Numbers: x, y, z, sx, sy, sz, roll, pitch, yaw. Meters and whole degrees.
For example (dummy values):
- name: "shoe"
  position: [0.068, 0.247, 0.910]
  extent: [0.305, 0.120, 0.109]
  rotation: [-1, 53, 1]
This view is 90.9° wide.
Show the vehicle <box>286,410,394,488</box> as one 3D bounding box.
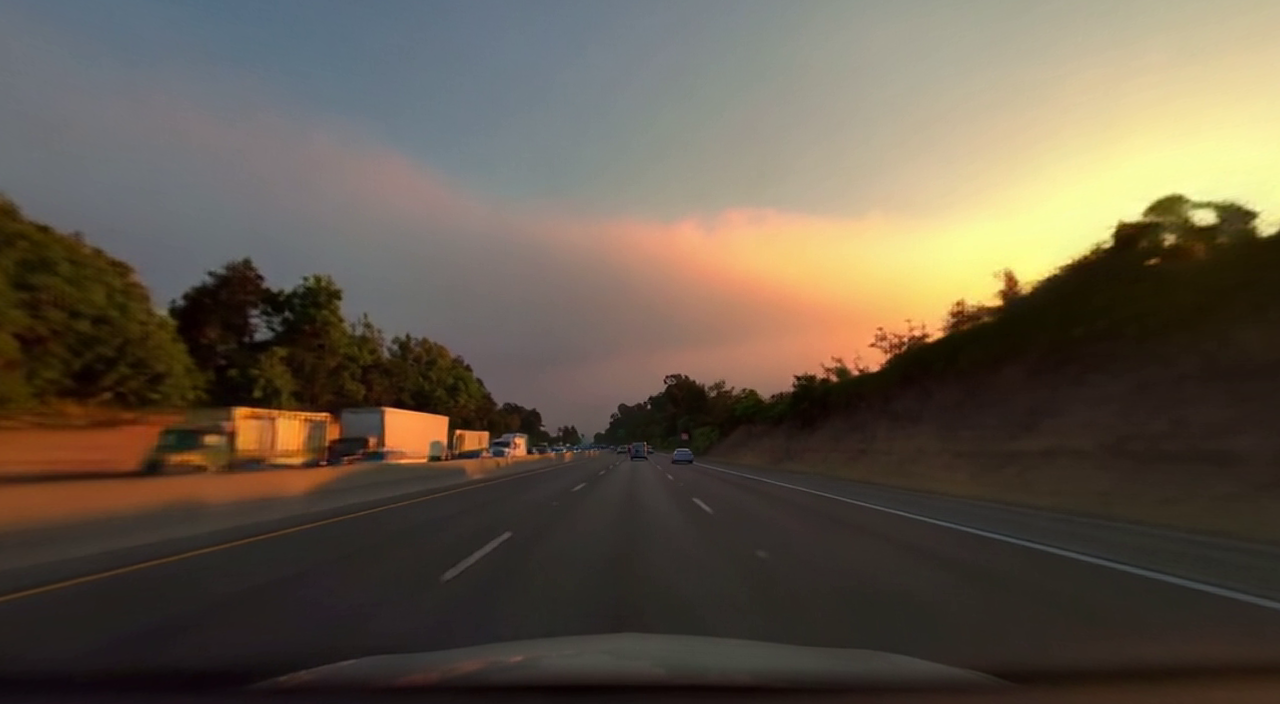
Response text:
- name: "vehicle"
  position: [-16.315, 5.343, 34.831]
  extent: [2.963, 3.892, 5.814]
  rotation: [0, -9, 0]

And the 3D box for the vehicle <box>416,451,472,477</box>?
- name: "vehicle"
  position: [-11.773, 6.742, 38.125]
  extent: [1.955, 1.460, 4.296]
  rotation: [0, -9, 0]

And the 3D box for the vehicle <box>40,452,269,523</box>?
- name: "vehicle"
  position: [-11.687, 3.251, 15.716]
  extent: [2.050, 1.464, 4.553]
  rotation: [0, -9, 1]

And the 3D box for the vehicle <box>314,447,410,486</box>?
- name: "vehicle"
  position: [-11.932, 4.922, 27.410]
  extent: [2.113, 1.531, 4.402]
  rotation: [0, -9, 0]
